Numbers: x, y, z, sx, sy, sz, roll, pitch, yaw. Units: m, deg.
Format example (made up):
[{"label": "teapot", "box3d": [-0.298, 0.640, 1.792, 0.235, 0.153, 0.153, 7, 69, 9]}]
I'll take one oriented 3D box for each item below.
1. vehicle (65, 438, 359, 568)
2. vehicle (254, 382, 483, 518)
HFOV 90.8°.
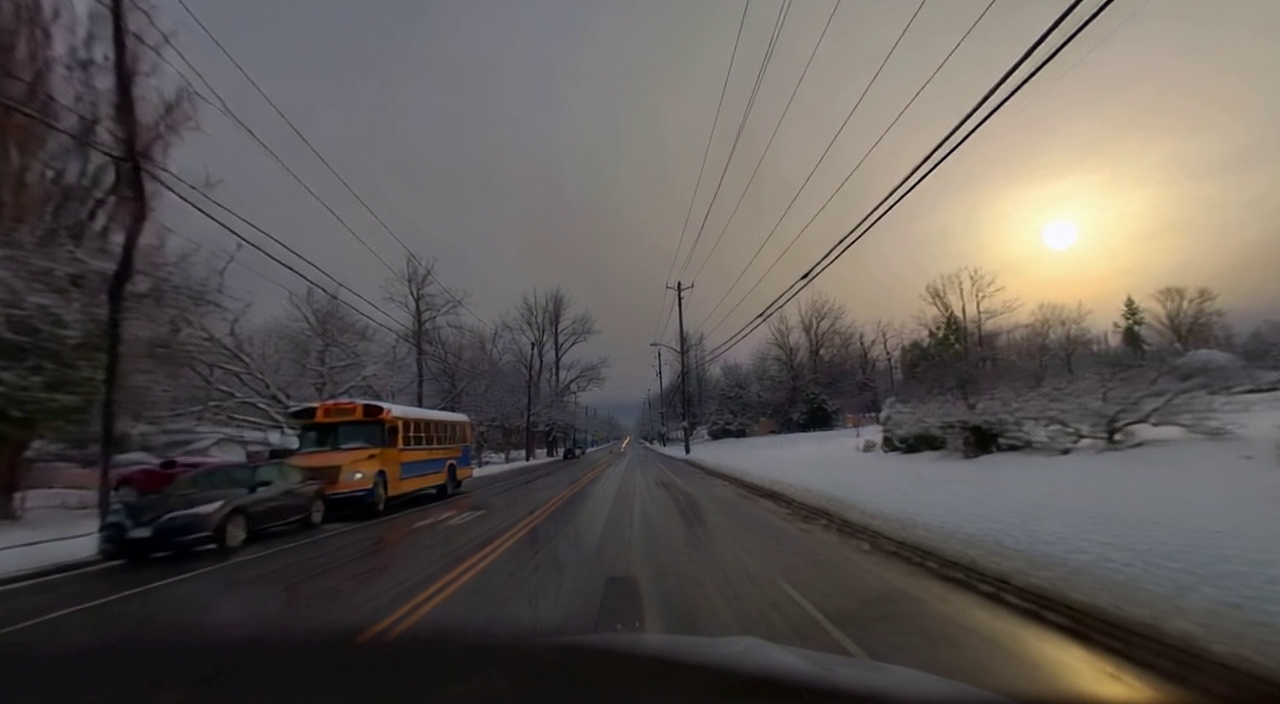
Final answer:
[{"label": "vehicle", "box3d": [-6.792, 2.362, 10.816, 2.023, 1.721, 4.418, 0, -8, -2]}, {"label": "vehicle", "box3d": [-6.689, 2.611, 17.094, 2.835, 2.876, 7.091, 0, -8, 1]}]
